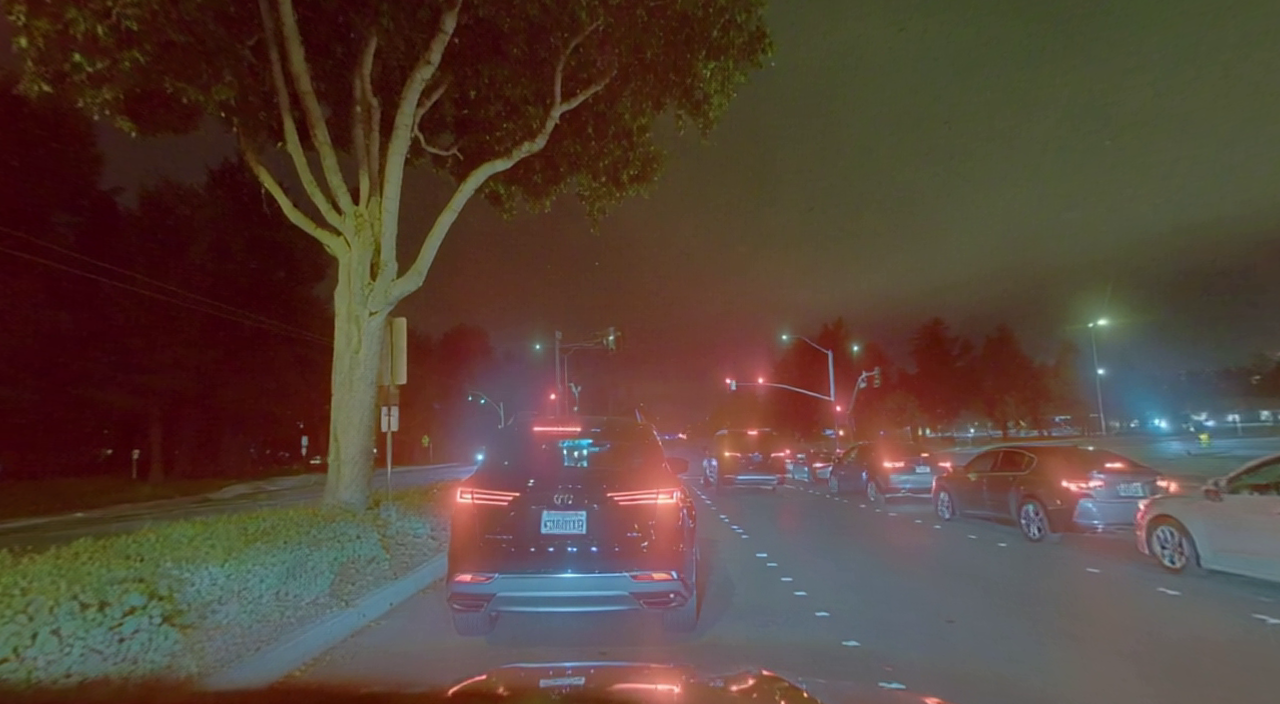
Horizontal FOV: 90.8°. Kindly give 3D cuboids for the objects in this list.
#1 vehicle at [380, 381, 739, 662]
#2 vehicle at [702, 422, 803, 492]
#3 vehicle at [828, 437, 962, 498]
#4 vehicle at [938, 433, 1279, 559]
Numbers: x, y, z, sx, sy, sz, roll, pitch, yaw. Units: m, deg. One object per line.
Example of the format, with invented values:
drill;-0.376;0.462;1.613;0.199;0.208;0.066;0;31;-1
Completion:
vehicle;-0.435;1.351;6.093;2.201;1.709;4.271;0;-9;2
vehicle;3.361;3.274;19.941;2.200;1.909;4.853;0;-9;-1
vehicle;6.958;3.189;17.815;1.890;1.489;4.415;0;-9;-1
vehicle;6.595;2.010;9.638;1.894;1.445;4.565;0;-9;0
